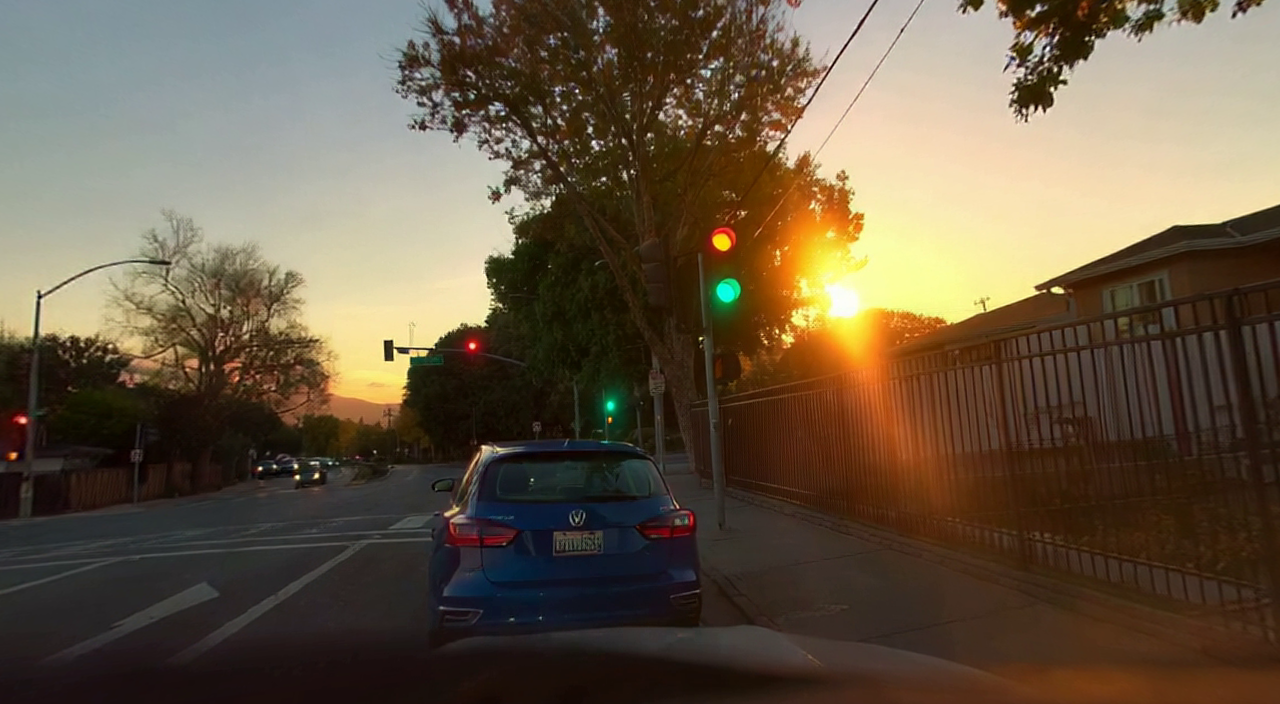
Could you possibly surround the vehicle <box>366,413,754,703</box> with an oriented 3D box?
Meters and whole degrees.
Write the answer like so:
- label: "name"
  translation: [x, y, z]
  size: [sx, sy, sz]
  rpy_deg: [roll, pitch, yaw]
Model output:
- label: "vehicle"
  translation: [-0.668, 1.359, 5.232]
  size: [2.024, 1.502, 3.702]
  rpy_deg: [1, -9, -9]
